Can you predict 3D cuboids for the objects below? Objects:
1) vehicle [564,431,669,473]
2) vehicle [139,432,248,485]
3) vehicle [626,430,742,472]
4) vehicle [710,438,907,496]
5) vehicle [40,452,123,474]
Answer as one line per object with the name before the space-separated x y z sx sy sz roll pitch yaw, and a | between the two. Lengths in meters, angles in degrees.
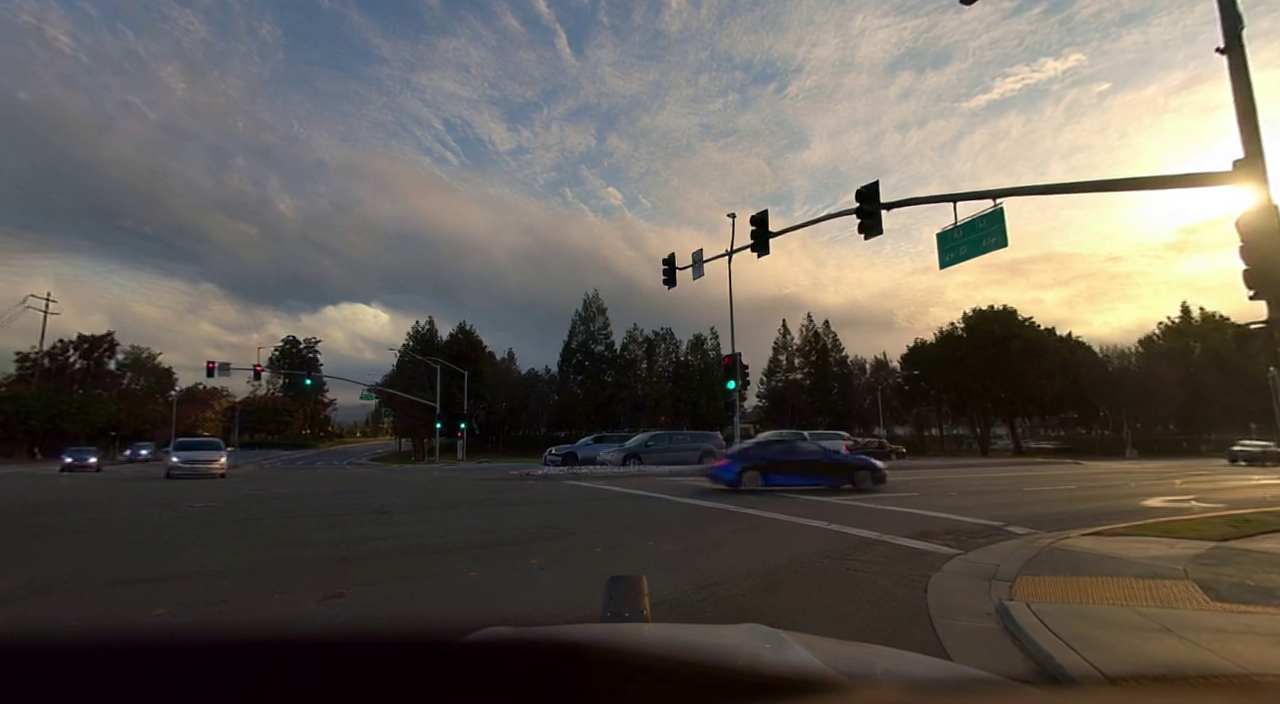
vehicle | -1.050 4.506 28.528 4.360 1.749 1.895 4 -9 -28
vehicle | -17.670 4.130 24.809 5.332 1.807 2.450 -8 -12 44
vehicle | 1.842 4.092 26.192 4.483 1.589 1.852 4 -9 -26
vehicle | 4.443 3.061 17.058 4.686 1.425 2.018 1 -8 -6
vehicle | -39.715 7.879 44.843 4.589 1.462 1.953 -2 -9 13
